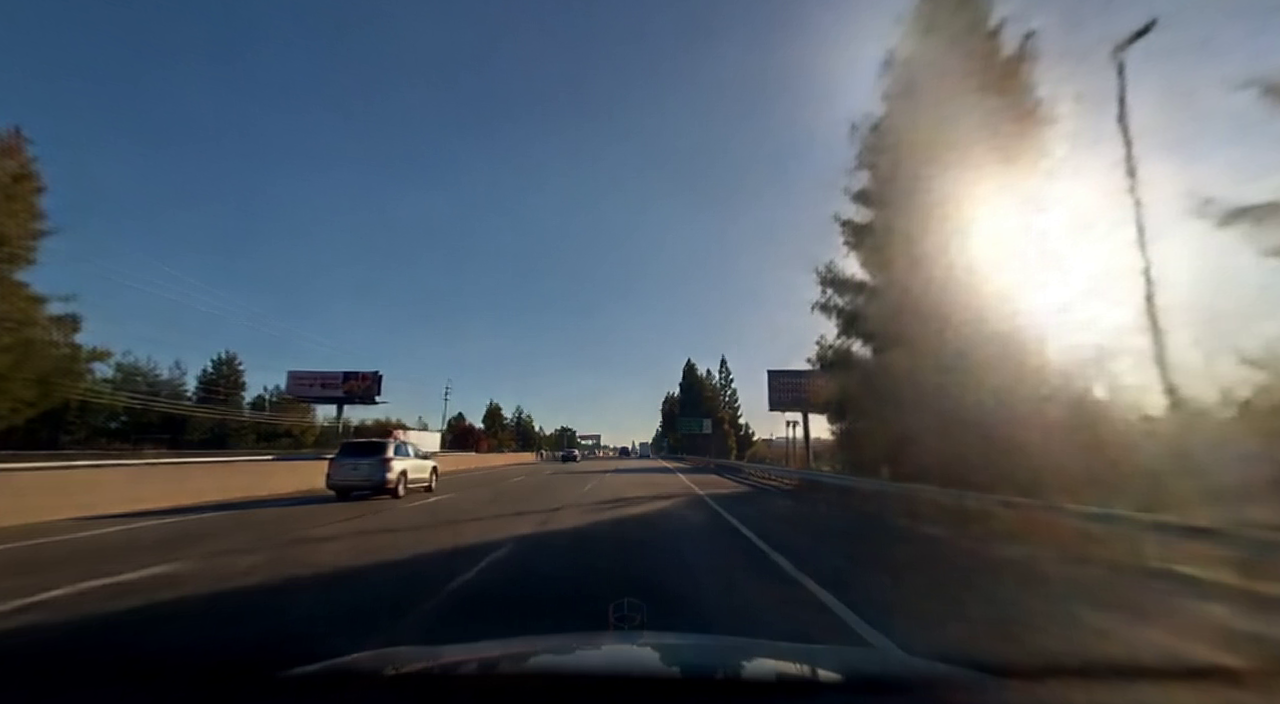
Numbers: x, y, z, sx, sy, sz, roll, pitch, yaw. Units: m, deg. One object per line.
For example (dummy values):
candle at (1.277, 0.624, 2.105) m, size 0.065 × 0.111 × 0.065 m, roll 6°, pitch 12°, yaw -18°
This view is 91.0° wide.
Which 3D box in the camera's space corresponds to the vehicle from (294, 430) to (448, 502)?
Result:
vehicle at (-7.172, 3.090, 17.470) m, size 2.055 × 1.683 × 4.804 m, roll 0°, pitch -9°, yaw 1°
